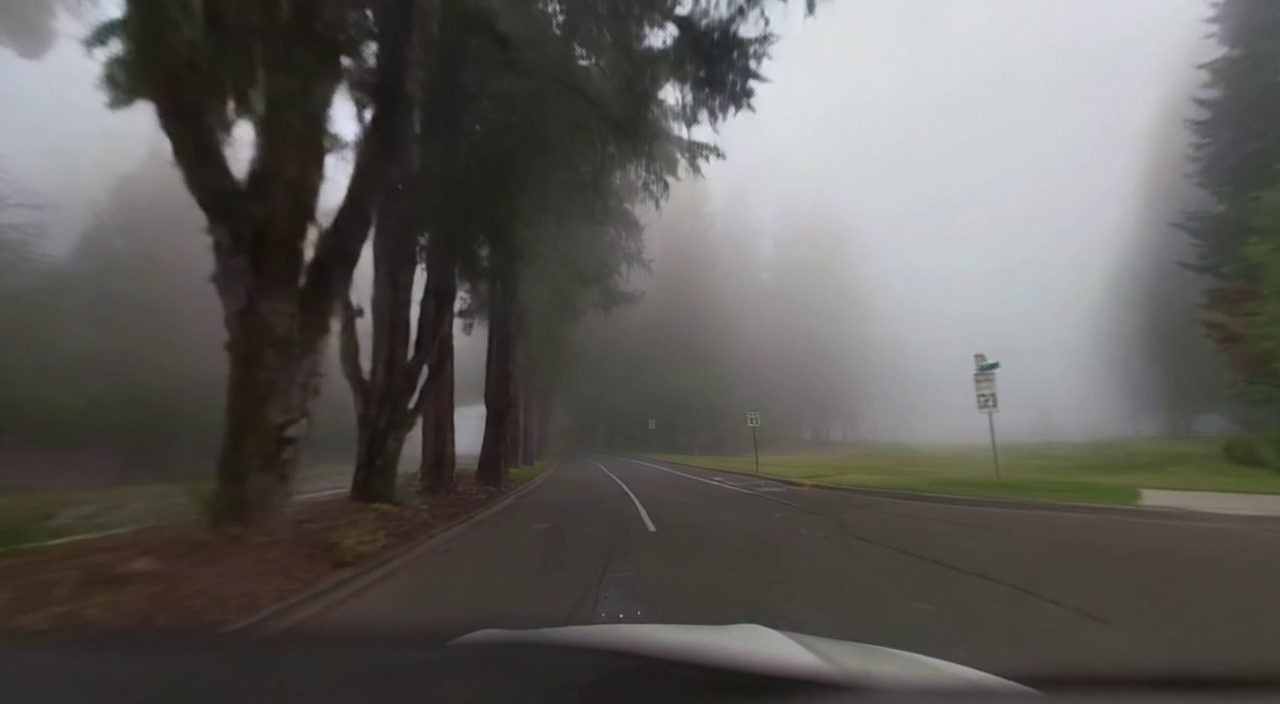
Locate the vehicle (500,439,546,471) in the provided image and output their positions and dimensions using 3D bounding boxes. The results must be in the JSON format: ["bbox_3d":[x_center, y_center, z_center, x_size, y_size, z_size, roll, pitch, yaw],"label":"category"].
[{"bbox_3d":[-7.356,6.543,40.270,2.267,1.849,6.402,1,-9,-5],"label":"vehicle"}]
